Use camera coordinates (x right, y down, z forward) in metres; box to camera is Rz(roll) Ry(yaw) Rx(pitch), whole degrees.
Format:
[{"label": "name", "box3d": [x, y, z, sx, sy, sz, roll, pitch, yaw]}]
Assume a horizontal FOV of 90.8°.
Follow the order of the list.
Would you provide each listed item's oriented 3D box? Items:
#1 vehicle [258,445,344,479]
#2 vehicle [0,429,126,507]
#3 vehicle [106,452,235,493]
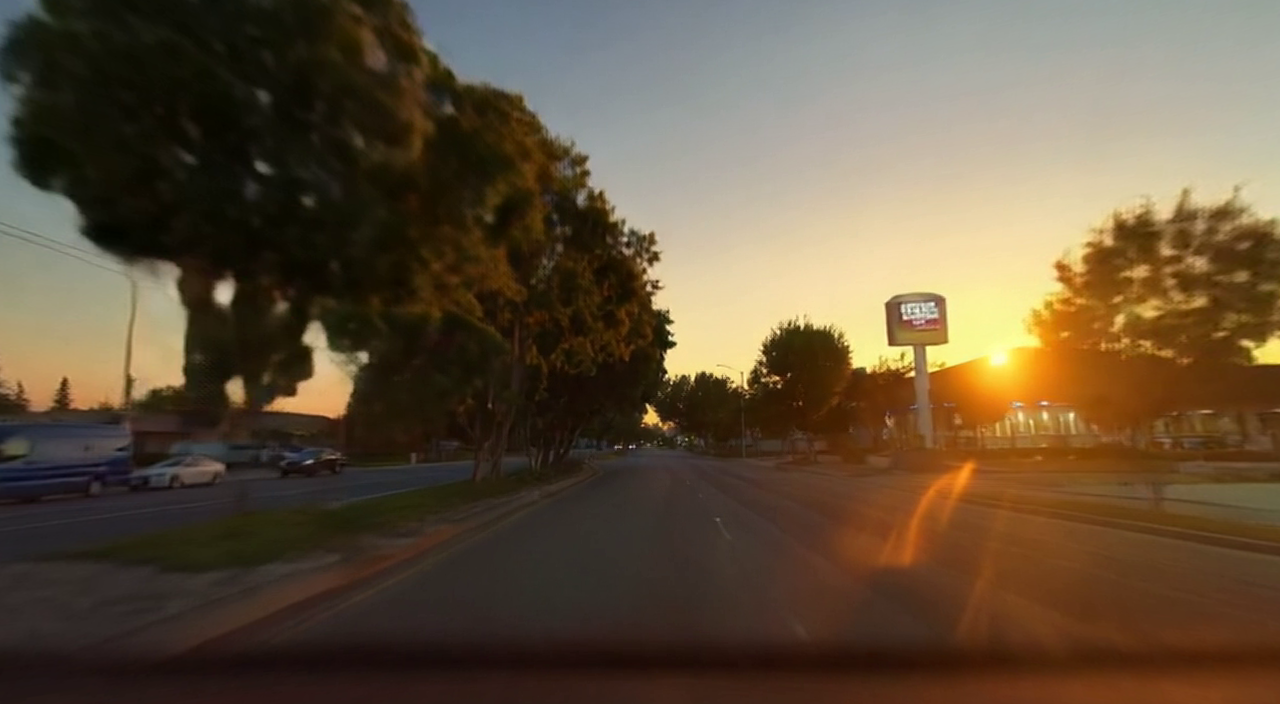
[{"label": "vehicle", "box3d": [-18.874, 6.111, 35.541, 1.906, 1.744, 5.165, 0, -8, 1]}, {"label": "vehicle", "box3d": [-19.177, 3.529, 19.387, 2.216, 2.161, 5.522, -2, -8, -1]}, {"label": "vehicle", "box3d": [-18.968, 4.840, 25.827, 1.829, 1.462, 4.463, 0, -8, 1]}]
